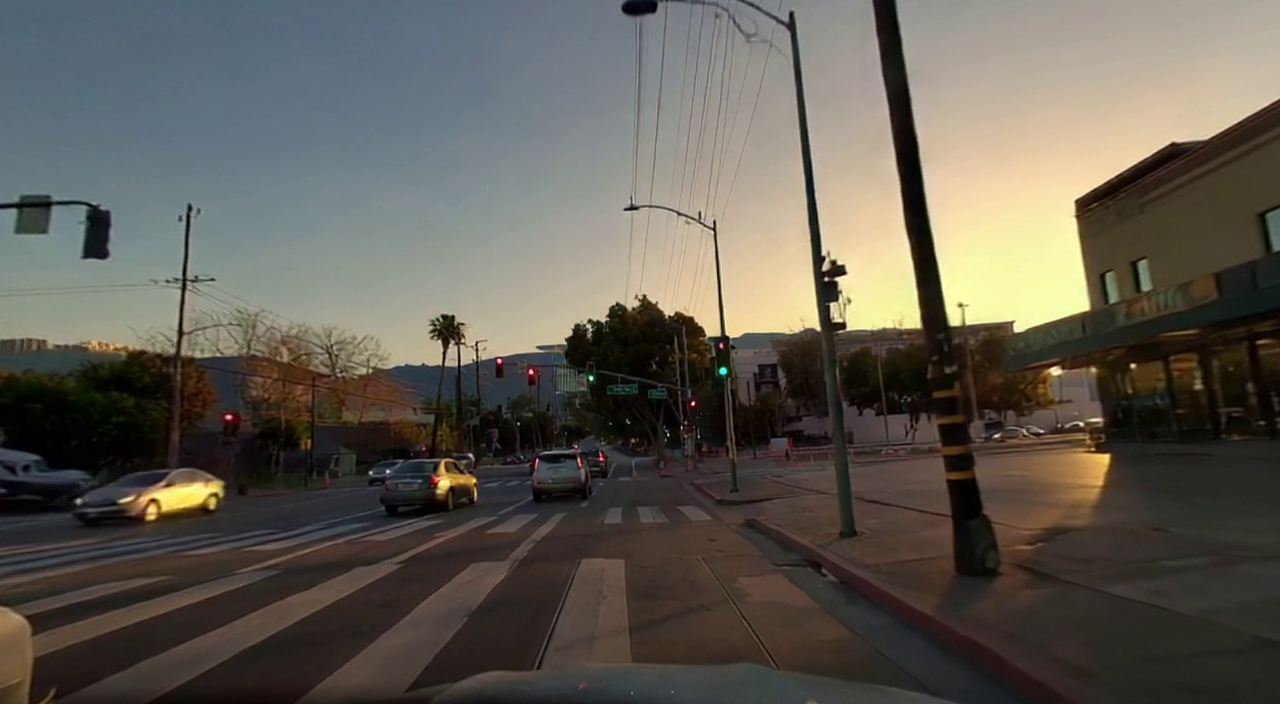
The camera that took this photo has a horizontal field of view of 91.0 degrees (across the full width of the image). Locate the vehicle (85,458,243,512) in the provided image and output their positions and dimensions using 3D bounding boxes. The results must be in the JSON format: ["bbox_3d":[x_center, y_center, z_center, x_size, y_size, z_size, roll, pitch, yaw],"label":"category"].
[{"bbox_3d":[-15.645,4.465,21.052,1.964,1.485,4.252,-4,-12,0],"label":"vehicle"}]

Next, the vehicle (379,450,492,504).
[{"bbox_3d":[-6.308,3.877,20.027,1.960,1.479,4.654,0,-9,1],"label":"vehicle"}]

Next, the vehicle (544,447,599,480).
[{"bbox_3d":[-3.217,5.345,30.532,2.147,1.472,4.406,0,-9,1],"label":"vehicle"}]
